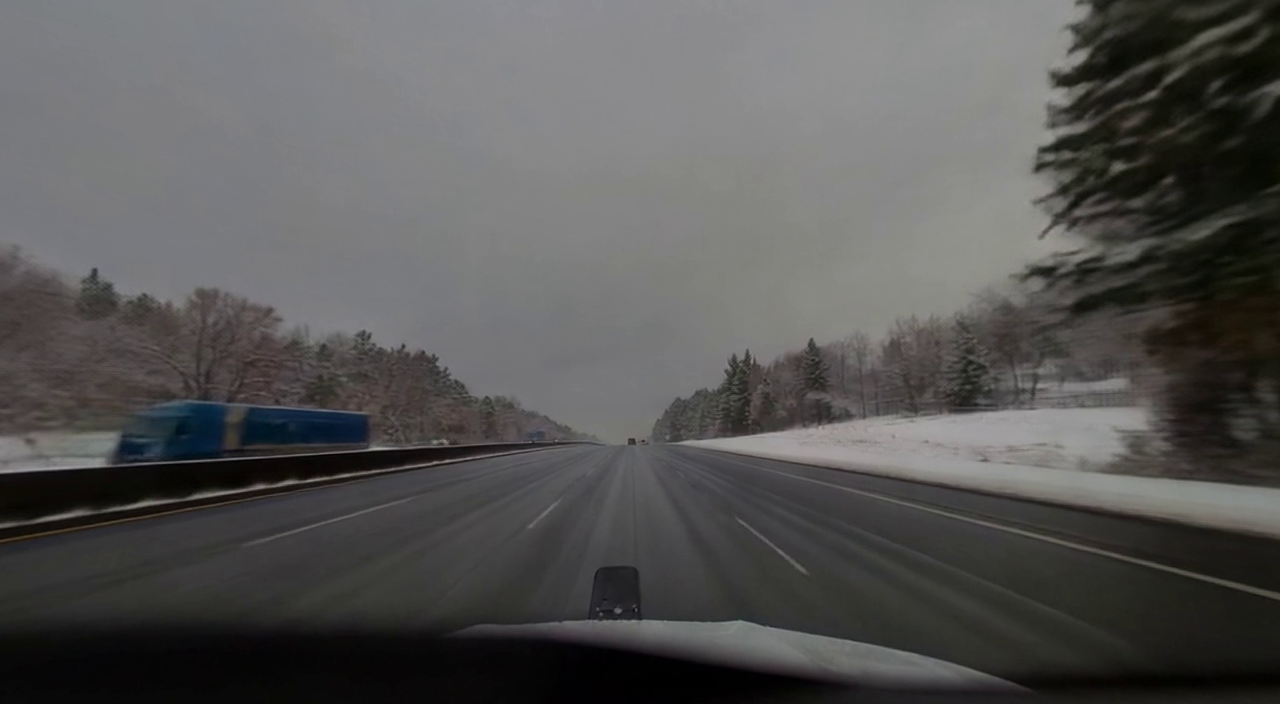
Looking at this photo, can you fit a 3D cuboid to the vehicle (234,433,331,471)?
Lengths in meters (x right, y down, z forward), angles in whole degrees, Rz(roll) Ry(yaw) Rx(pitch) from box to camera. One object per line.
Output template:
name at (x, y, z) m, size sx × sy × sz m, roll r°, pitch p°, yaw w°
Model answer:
vehicle at (-15.948, 4.459, 28.343) m, size 1.909 × 1.534 × 4.298 m, roll 0°, pitch -8°, yaw -2°

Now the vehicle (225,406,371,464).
vehicle at (-23.690, 5.957, 44.990) m, size 3.162 × 3.528 × 13.512 m, roll 0°, pitch -8°, yaw -1°

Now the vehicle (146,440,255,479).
vehicle at (-19.467, 4.742, 28.120) m, size 1.882 × 1.540 × 4.180 m, roll 0°, pitch -8°, yaw -1°
